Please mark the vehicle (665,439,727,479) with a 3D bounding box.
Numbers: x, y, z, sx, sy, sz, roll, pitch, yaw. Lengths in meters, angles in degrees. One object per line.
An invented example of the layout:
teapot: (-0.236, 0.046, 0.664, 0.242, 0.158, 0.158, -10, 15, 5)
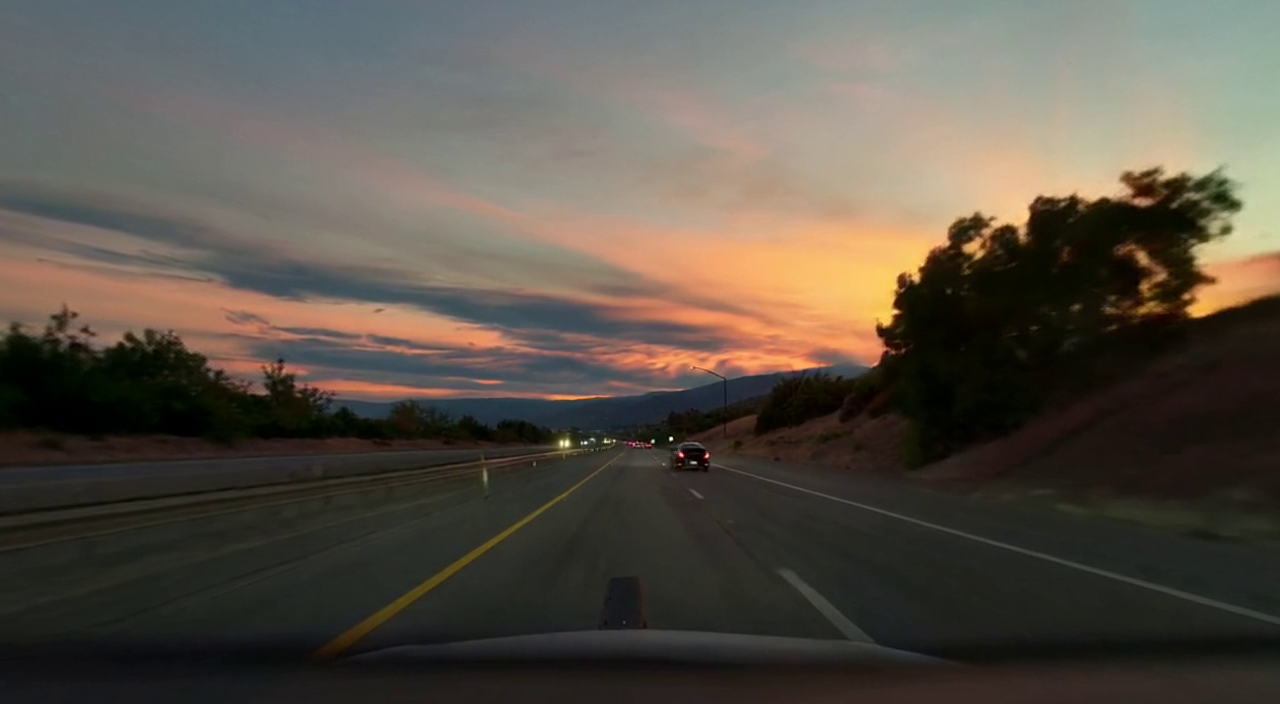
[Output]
vehicle: (2.199, 4.357, 25.949, 1.991, 1.475, 4.302, 0, -8, -2)
